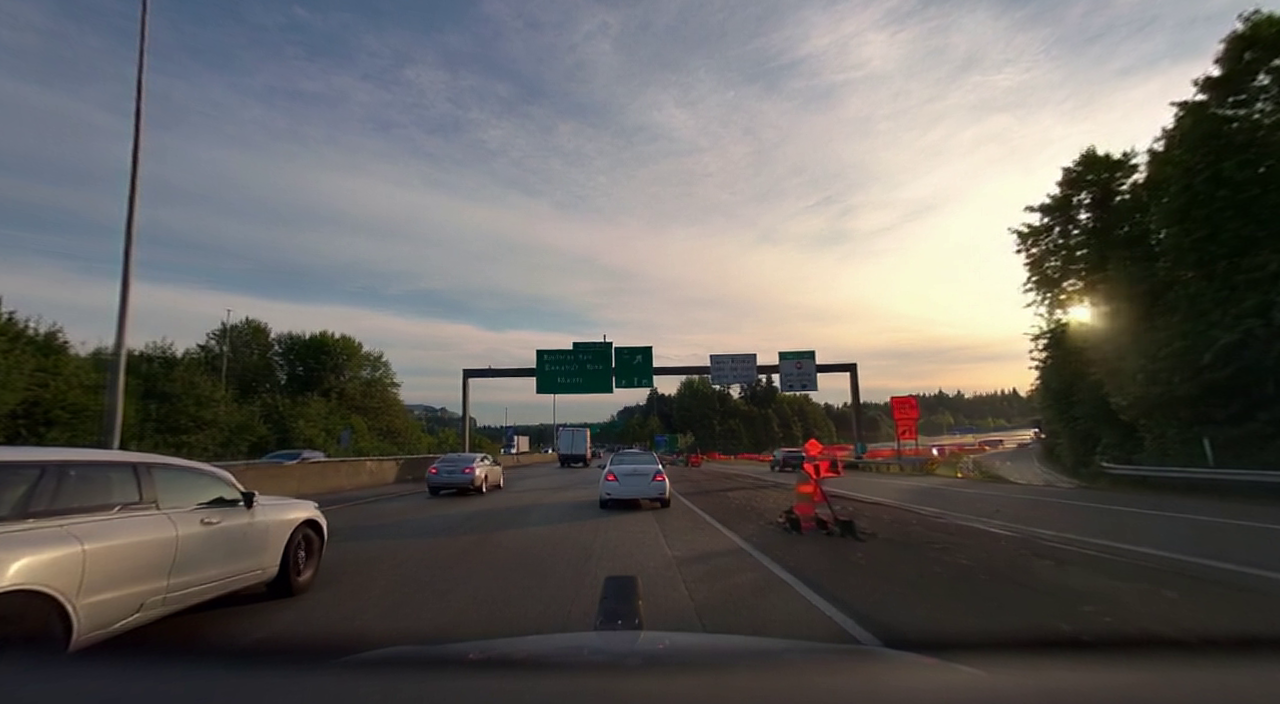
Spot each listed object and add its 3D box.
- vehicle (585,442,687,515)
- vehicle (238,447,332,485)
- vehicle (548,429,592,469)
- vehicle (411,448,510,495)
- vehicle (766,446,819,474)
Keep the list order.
[{"bbox_3d":[-0.128,2.849,14.591,2.080,1.451,3.512,0,-9,-1],"label":"vehicle"},{"bbox_3d":[-19.198,6.162,34.332,2.107,1.844,5.102,0,-9,1],"label":"vehicle"},{"bbox_3d":[-4.902,6.985,45.290,2.326,2.645,6.249,0,-9,1],"label":"vehicle"},{"bbox_3d":[-5.940,3.987,21.372,2.063,1.417,4.000,-1,-9,2],"label":"vehicle"},{"bbox_3d":[8.373,5.944,34.798,1.871,1.460,3.754,0,-9,-2],"label":"vehicle"}]
